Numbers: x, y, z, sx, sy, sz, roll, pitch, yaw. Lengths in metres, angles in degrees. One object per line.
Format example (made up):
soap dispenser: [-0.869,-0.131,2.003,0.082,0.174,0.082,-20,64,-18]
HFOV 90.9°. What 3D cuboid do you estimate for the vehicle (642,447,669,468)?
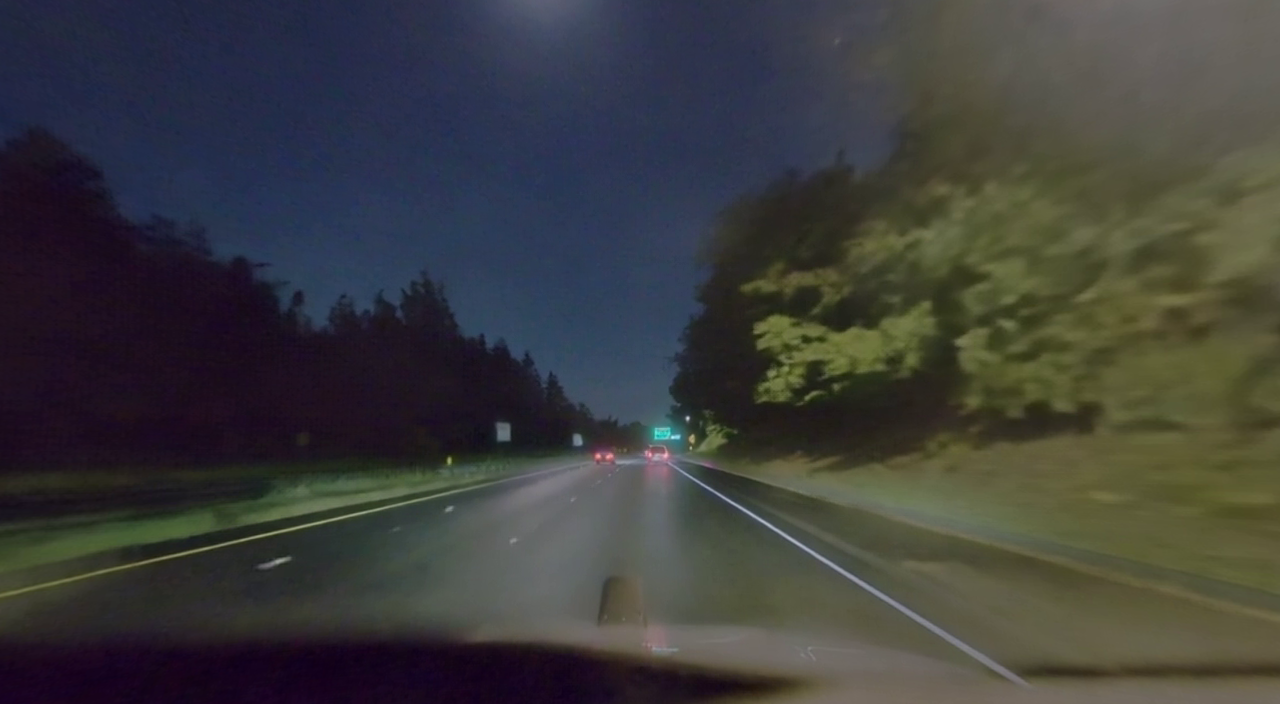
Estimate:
vehicle: [1.165,7.866,47.248,1.934,1.488,3.832,0,-9,0]
